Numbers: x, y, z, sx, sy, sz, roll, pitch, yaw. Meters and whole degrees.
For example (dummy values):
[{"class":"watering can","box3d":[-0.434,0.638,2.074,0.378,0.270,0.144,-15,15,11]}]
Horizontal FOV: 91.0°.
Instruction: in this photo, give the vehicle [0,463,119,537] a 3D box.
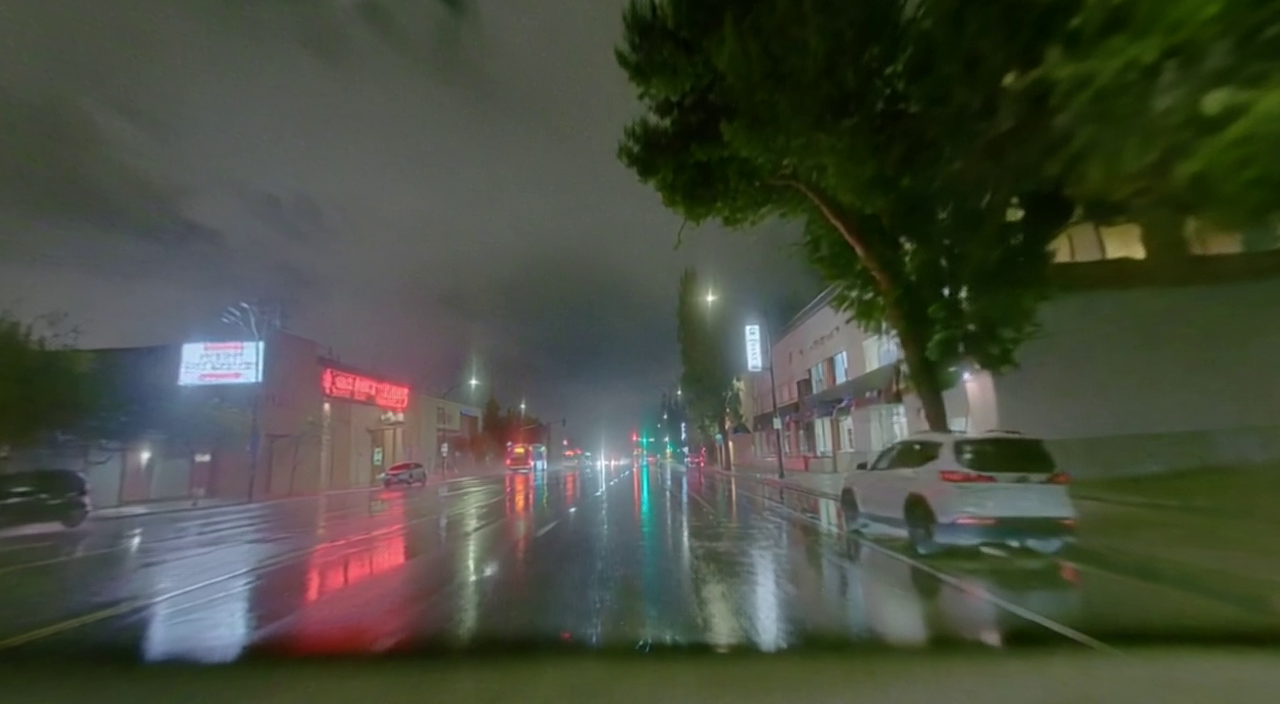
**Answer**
[{"class":"vehicle","box3d":[-17.455,4.040,17.359,1.920,1.796,4.710,0,-9,3]}]

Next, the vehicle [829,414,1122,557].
[{"class":"vehicle","box3d":[5.159,2.130,10.868,2.241,1.832,5.234,0,-9,1]}]

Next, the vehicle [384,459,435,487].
[{"class":"vehicle","box3d":[-16.838,8.842,46.285,1.896,1.844,4.620,0,-9,1]}]
